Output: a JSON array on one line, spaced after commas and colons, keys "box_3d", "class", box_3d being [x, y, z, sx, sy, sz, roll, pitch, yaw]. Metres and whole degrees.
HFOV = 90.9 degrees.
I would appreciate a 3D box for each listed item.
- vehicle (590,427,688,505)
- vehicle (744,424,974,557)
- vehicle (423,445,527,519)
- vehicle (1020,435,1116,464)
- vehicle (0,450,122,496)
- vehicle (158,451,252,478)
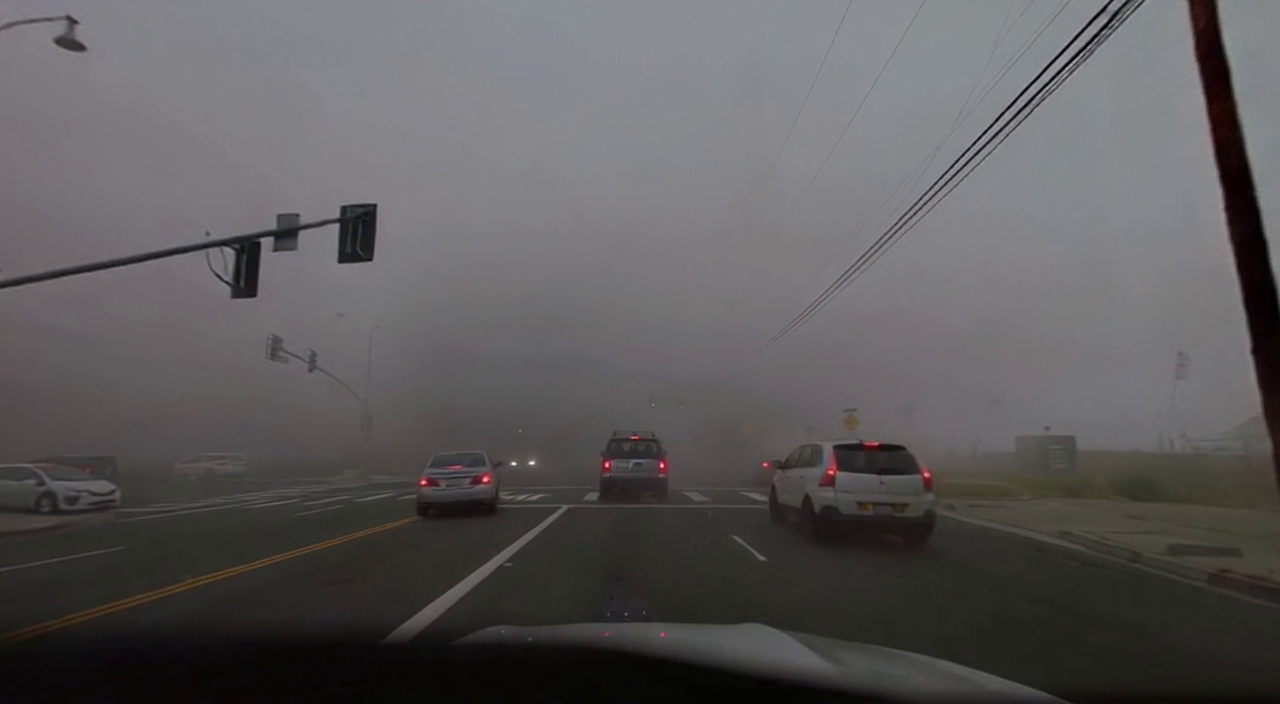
[{"box_3d": [-0.051, 3.445, 19.619, 2.638, 2.065, 5.313, 0, -8, 0], "class": "vehicle"}, {"box_3d": [3.367, 2.228, 10.959, 2.276, 1.787, 4.630, 0, -8, -1], "class": "vehicle"}, {"box_3d": [-4.310, 3.150, 15.973, 1.975, 1.570, 4.456, 3, -9, -21], "class": "vehicle"}, {"box_3d": [23.621, 5.394, 34.987, 4.092, 1.496, 1.889, -4, -9, 25], "class": "vehicle"}, {"box_3d": [-26.380, 5.331, 28.241, 2.123, 1.820, 5.136, 0, -8, -3], "class": "vehicle"}, {"box_3d": [-27.415, 7.092, 39.805, 4.458, 1.608, 2.051, 0, -8, 2], "class": "vehicle"}]
